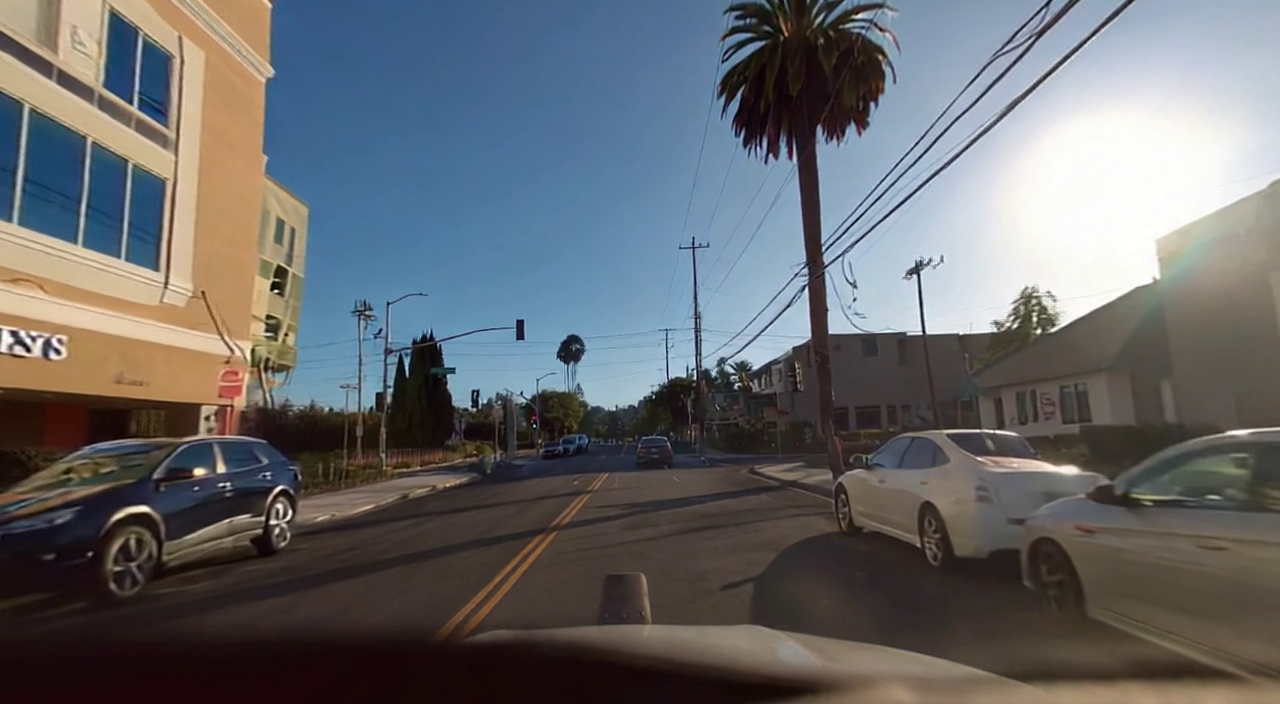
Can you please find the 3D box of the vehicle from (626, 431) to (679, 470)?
[{"bbox_3d":[0.462,4.249,27.329,2.125,1.524,4.404,0,-8,-1],"label":"vehicle"}]

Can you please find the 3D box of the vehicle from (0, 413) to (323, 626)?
[{"bbox_3d":[-6.253,1.833,8.031,2.126,1.864,4.831,0,-8,-3],"label":"vehicle"}]

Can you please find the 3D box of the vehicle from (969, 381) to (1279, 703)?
[{"bbox_3d":[3.695,1.009,3.217,1.915,1.591,4.087,0,-8,2],"label":"vehicle"}]
